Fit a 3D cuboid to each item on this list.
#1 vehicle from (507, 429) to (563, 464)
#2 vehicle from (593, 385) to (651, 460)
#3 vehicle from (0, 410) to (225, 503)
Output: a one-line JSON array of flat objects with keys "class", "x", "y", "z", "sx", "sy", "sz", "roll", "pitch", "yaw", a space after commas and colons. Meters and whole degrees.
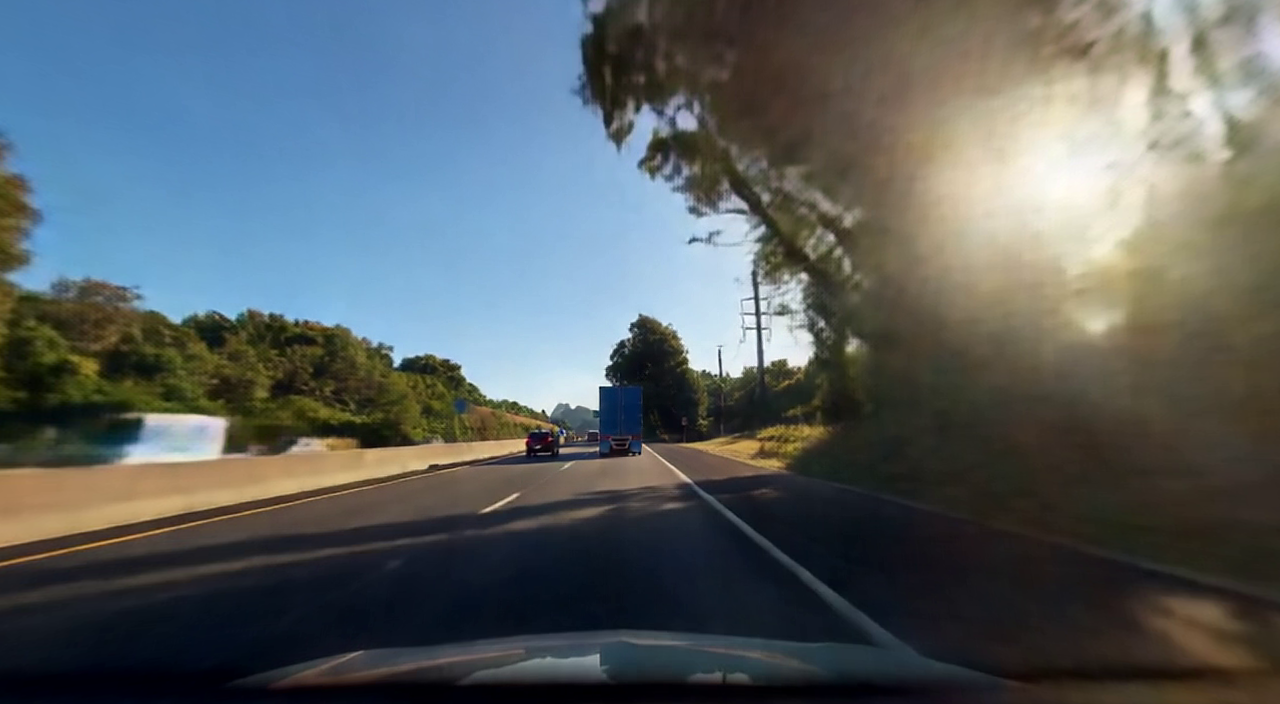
[{"class": "vehicle", "x": -5.202, "y": 4.732, "z": 31.788, "sx": 2.117, "sy": 1.618, "sz": 4.480, "roll": 0, "pitch": -8, "yaw": 0}, {"class": "vehicle", "x": -1.091, "y": 4.277, "z": 37.301, "sx": 2.955, "sy": 3.851, "sz": 9.915, "roll": 0, "pitch": -8, "yaw": -2}, {"class": "vehicle", "x": -12.608, "y": 2.419, "z": 15.090, "sx": 2.155, "sy": 1.864, "sz": 4.737, "roll": 0, "pitch": -8, "yaw": -2}]
